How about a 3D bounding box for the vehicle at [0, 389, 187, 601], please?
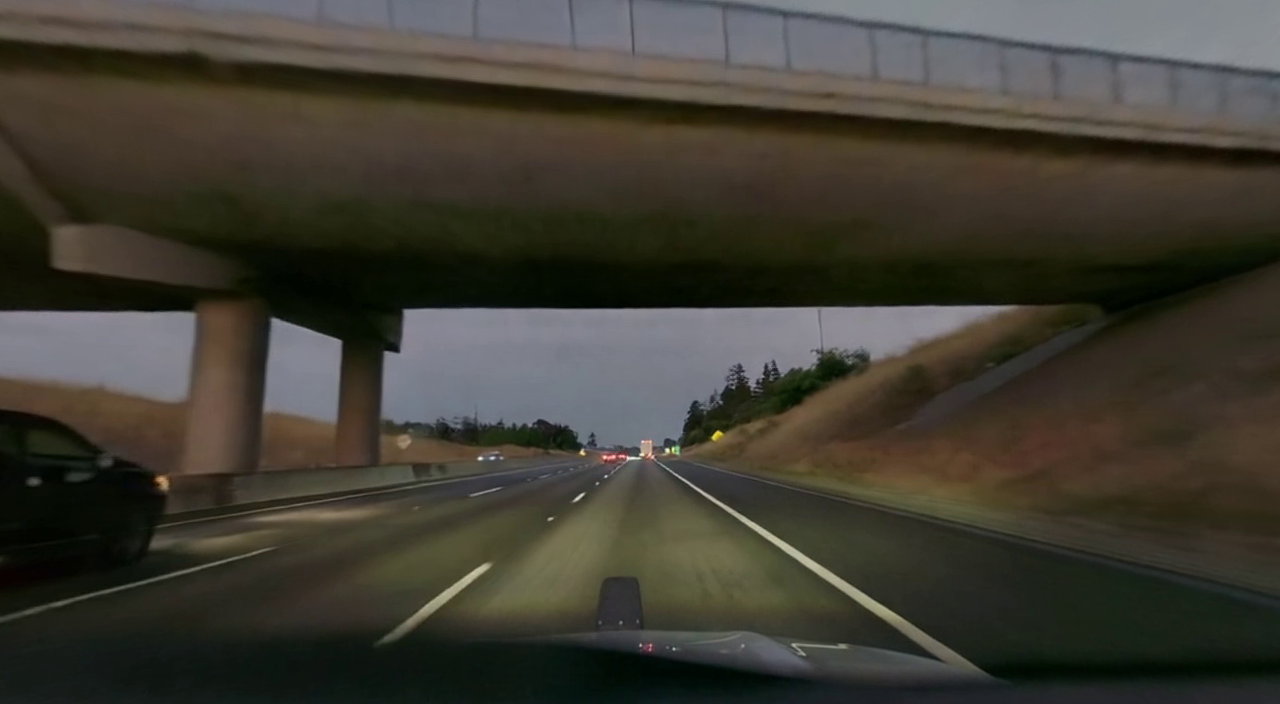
[{"bbox_3d":[-7.053,1.279,5.550,2.232,1.947,5.180,0,-9,0],"label":"vehicle"}]
